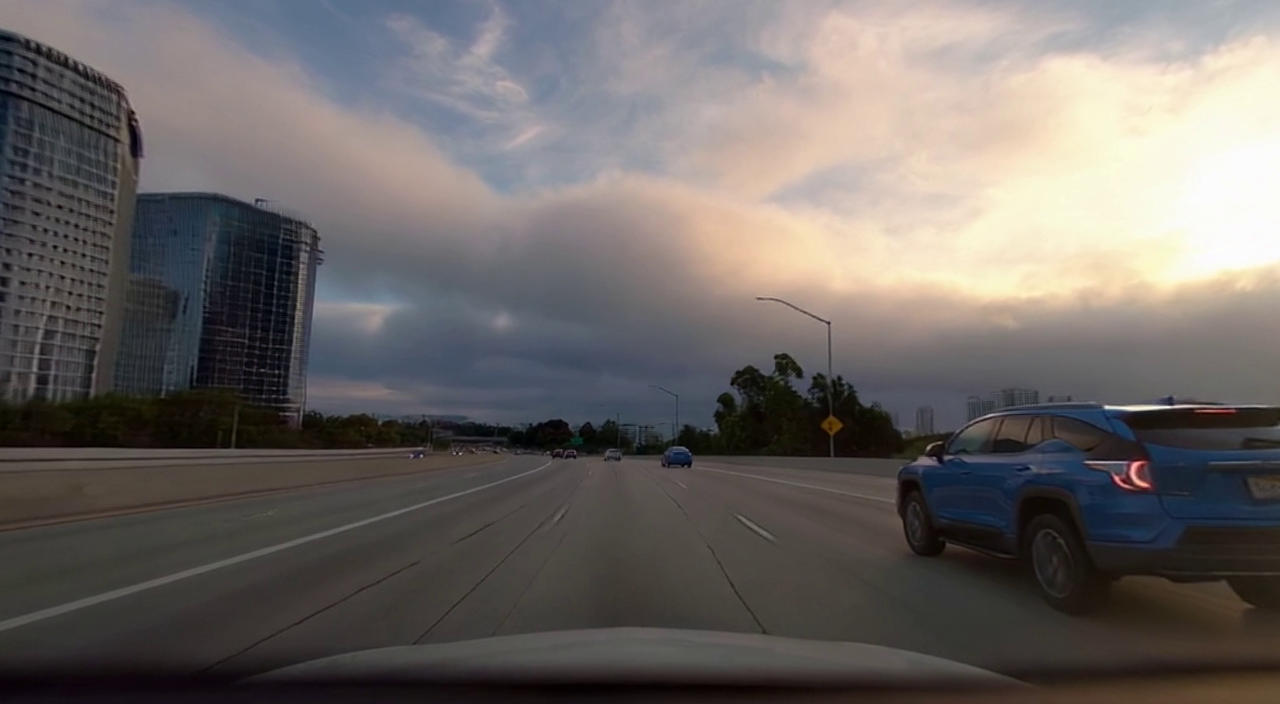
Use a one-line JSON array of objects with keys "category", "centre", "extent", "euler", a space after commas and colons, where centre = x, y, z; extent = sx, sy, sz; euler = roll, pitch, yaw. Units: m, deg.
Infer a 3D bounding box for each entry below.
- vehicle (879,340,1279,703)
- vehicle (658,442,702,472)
[{"category": "vehicle", "centre": [4.036, 1.139, 5.388], "extent": [2.182, 1.826, 4.392], "euler": [0, -8, -1]}, {"category": "vehicle", "centre": [2.475, 6.681, 40.632], "extent": [2.110, 1.780, 4.682], "euler": [0, -8, -5]}]
